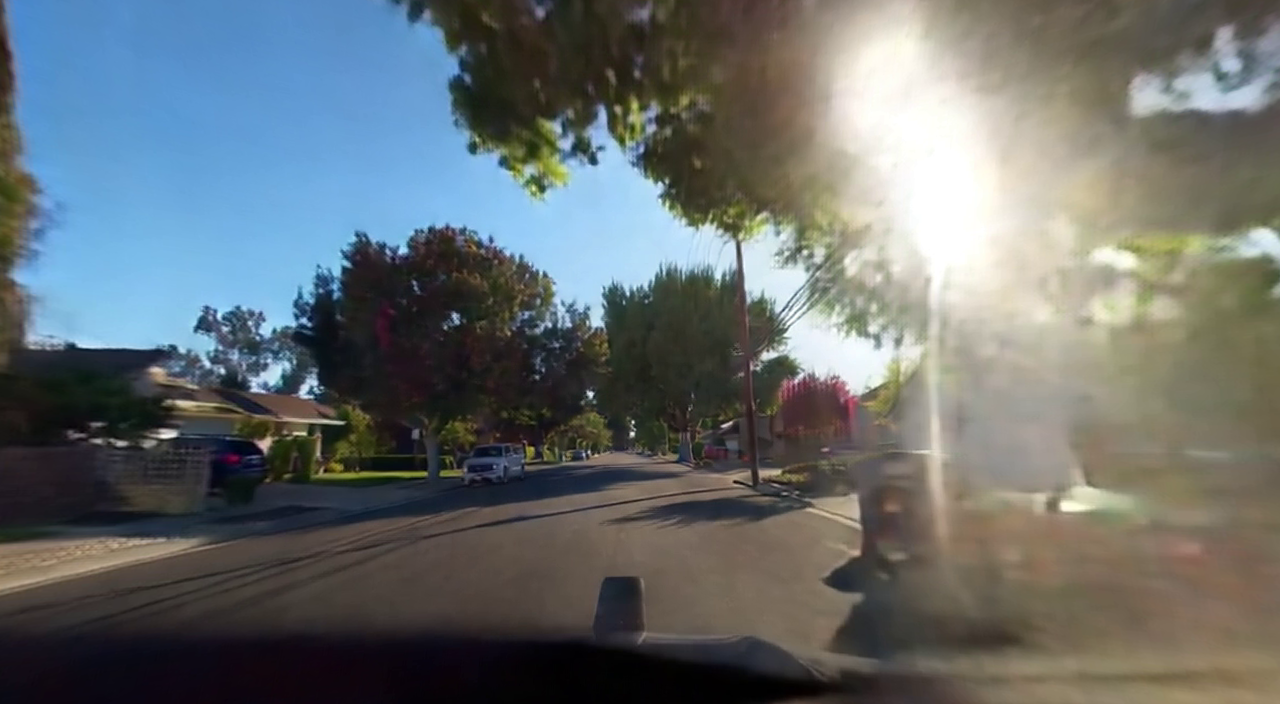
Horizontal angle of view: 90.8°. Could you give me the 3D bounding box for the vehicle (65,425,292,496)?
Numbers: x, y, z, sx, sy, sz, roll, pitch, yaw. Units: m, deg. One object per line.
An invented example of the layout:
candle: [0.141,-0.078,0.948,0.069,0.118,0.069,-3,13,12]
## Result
vehicle: [-13.664,3.229,19.005,5.033,1.997,2.126,0,-9,-1]

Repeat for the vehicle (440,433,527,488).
vehicle: [-6.988,5.001,29.114,2.739,2.164,6.065,-1,-10,-3]
